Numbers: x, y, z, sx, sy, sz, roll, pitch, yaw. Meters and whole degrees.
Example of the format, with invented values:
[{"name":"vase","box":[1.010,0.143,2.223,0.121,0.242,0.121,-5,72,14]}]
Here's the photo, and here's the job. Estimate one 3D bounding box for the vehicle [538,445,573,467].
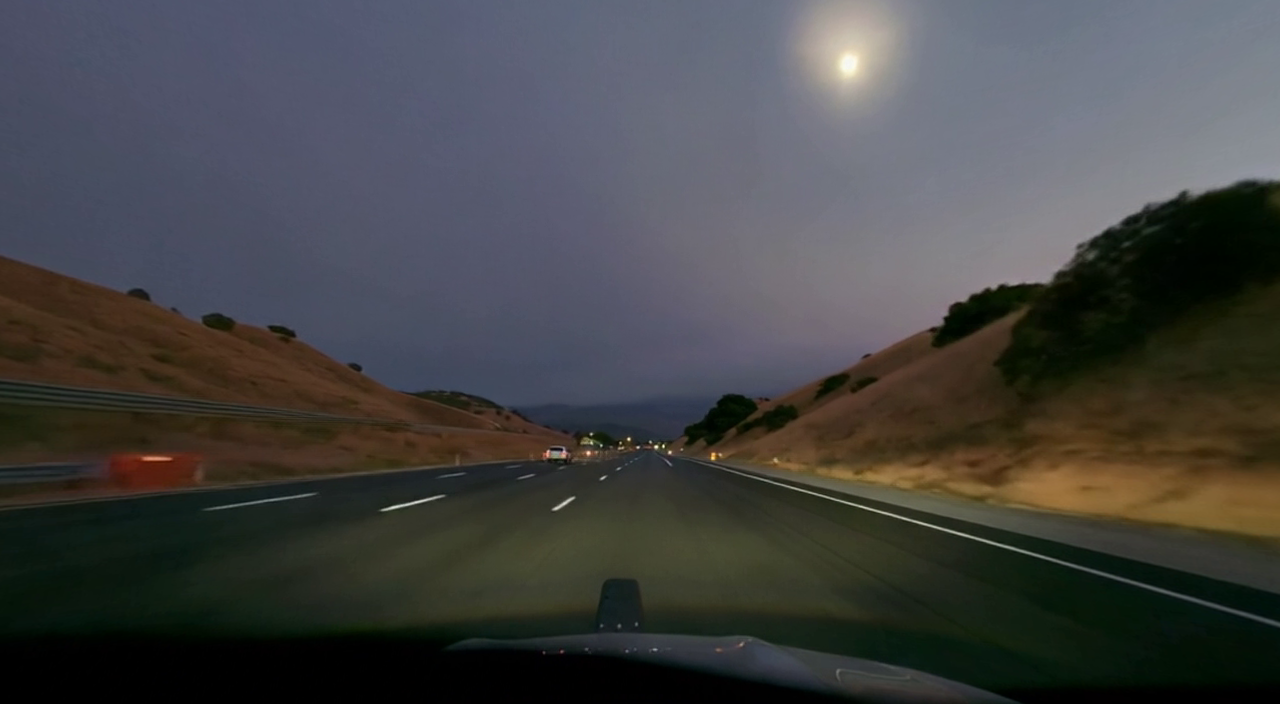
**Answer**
[{"name":"vehicle","box":[-6.452,8.005,48.426,2.042,1.585,4.162,0,-9,1]}]
